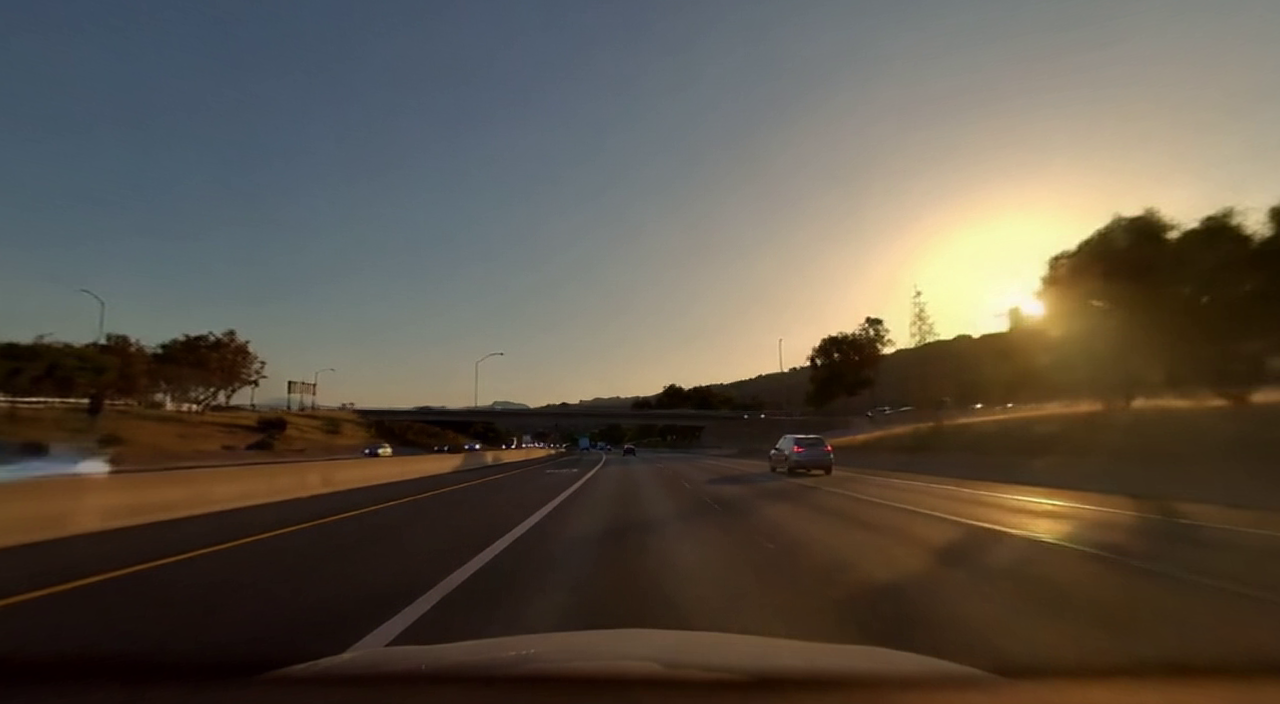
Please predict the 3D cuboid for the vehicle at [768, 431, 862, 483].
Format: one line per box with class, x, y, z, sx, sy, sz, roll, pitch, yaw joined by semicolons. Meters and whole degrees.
vehicle;6.377;3.880;23.605;2.104;1.723;4.538;0;-9;-2
